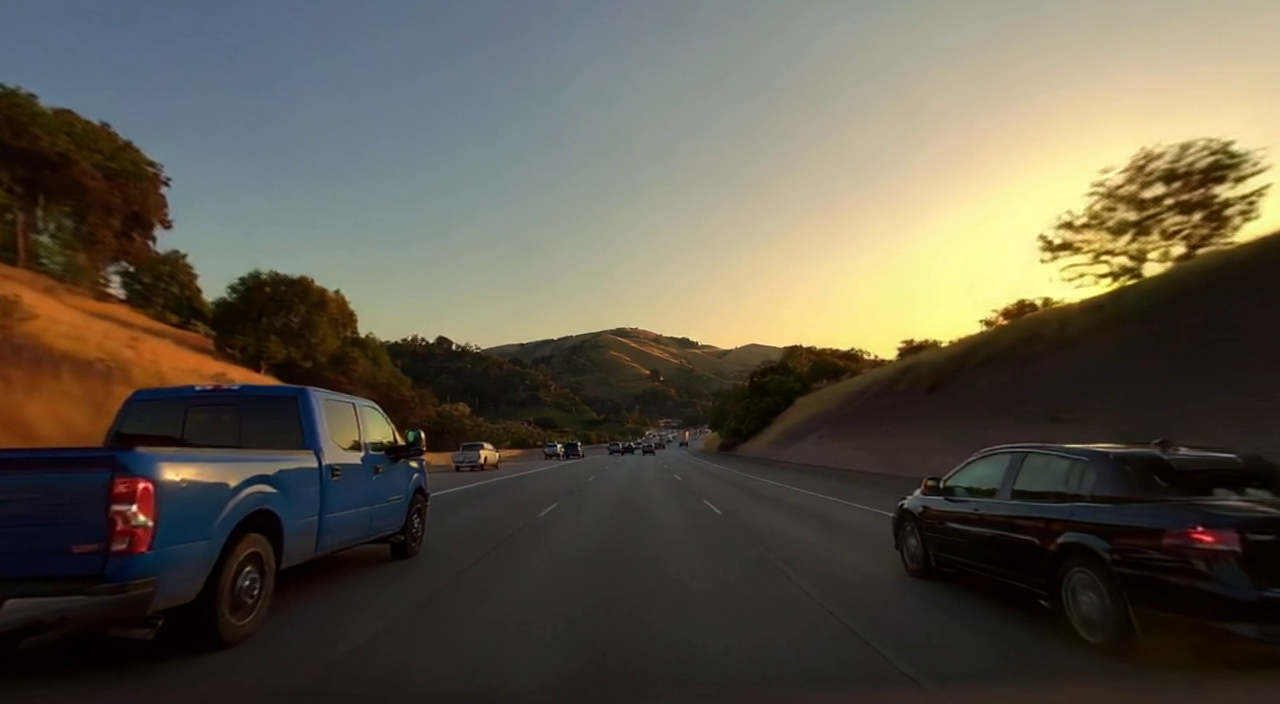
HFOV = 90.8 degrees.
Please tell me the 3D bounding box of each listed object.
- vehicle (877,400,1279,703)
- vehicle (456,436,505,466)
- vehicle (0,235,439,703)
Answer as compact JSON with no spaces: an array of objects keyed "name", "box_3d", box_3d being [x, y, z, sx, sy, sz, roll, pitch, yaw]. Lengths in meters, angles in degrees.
[{"name":"vehicle","box_3d":[3.725,1.268,4.673,2.047,1.524,4.619,0,-9,-1]},{"name":"vehicle","box_3d":[-10.729,6.684,42.871,2.012,1.875,4.895,0,-9,1]},{"name":"vehicle","box_3d":[-3.620,0.913,4.251,2.483,2.100,6.208,0,-9,0]}]
